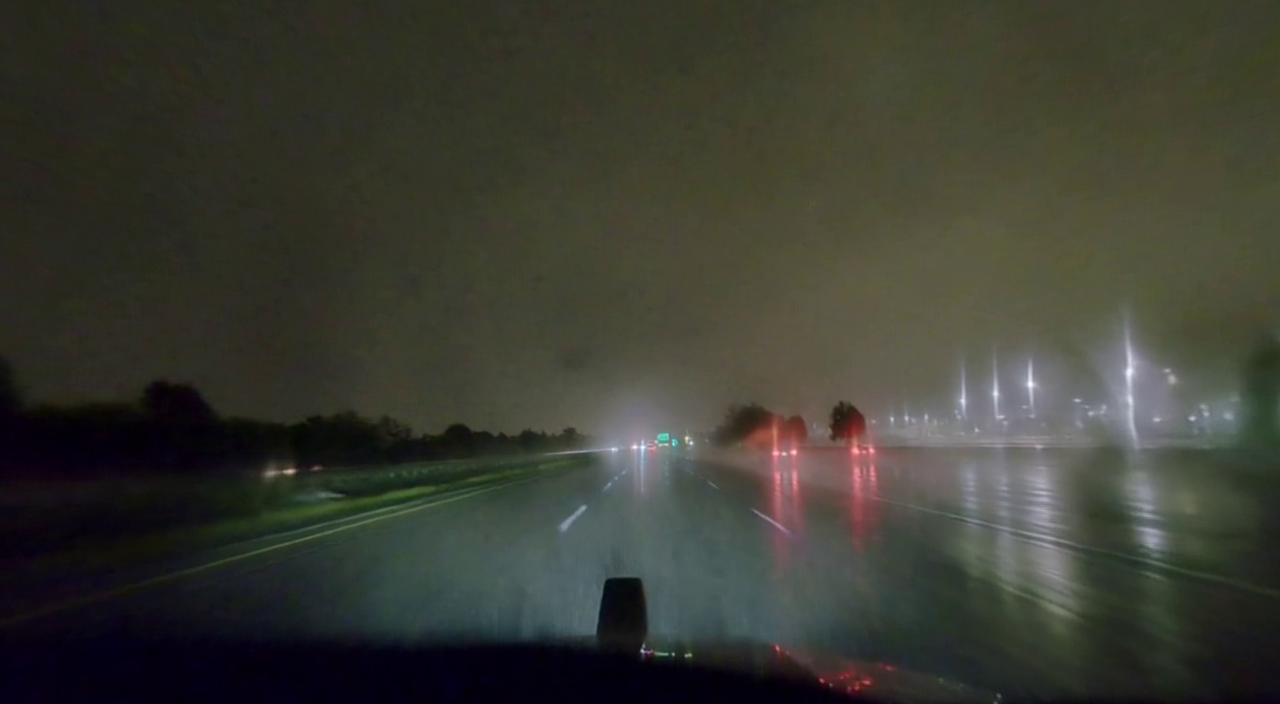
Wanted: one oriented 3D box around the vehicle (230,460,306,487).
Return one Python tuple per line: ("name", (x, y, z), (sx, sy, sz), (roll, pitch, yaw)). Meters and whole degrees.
("vehicle", (-23.744, 7.737, 40.503), (1.918, 1.462, 4.722), (-1, -8, 2))
